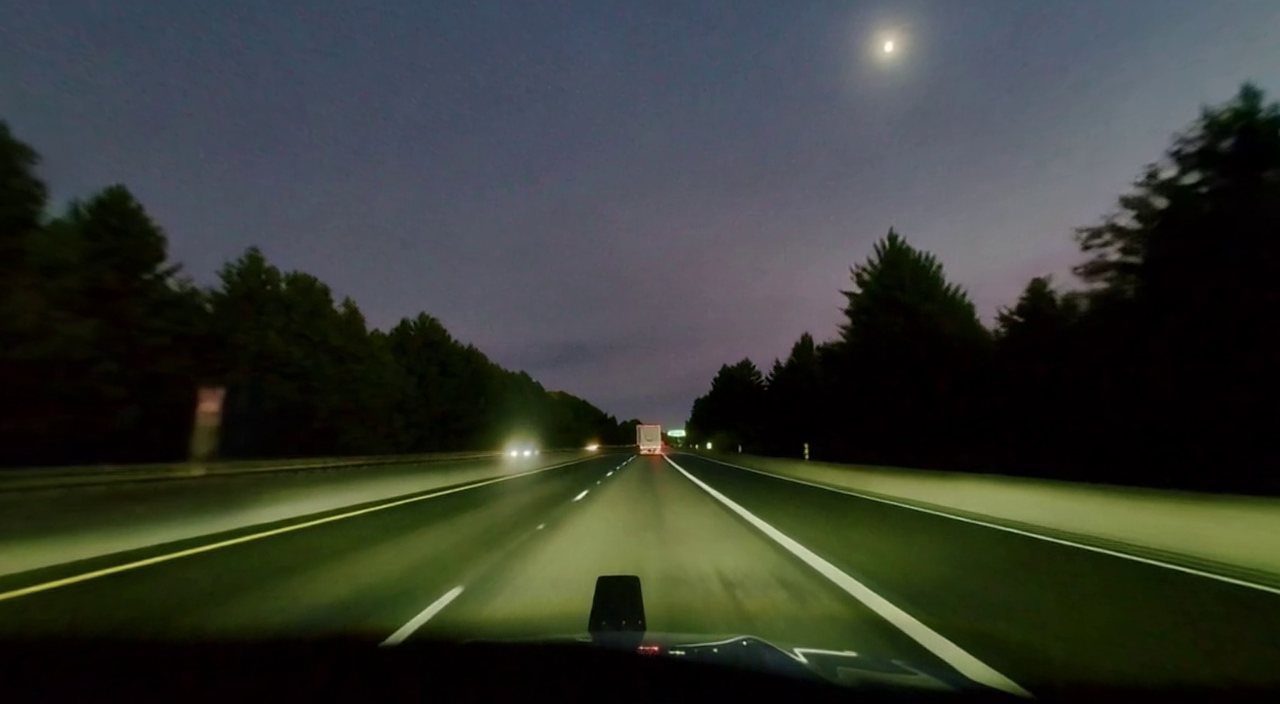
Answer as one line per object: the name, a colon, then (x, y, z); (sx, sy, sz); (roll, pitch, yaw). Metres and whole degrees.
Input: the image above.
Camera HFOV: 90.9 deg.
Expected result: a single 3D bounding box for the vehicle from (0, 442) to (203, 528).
vehicle: (-12.193, 2.703, 13.469); (2.110, 1.488, 4.893); (0, -9, 1)
